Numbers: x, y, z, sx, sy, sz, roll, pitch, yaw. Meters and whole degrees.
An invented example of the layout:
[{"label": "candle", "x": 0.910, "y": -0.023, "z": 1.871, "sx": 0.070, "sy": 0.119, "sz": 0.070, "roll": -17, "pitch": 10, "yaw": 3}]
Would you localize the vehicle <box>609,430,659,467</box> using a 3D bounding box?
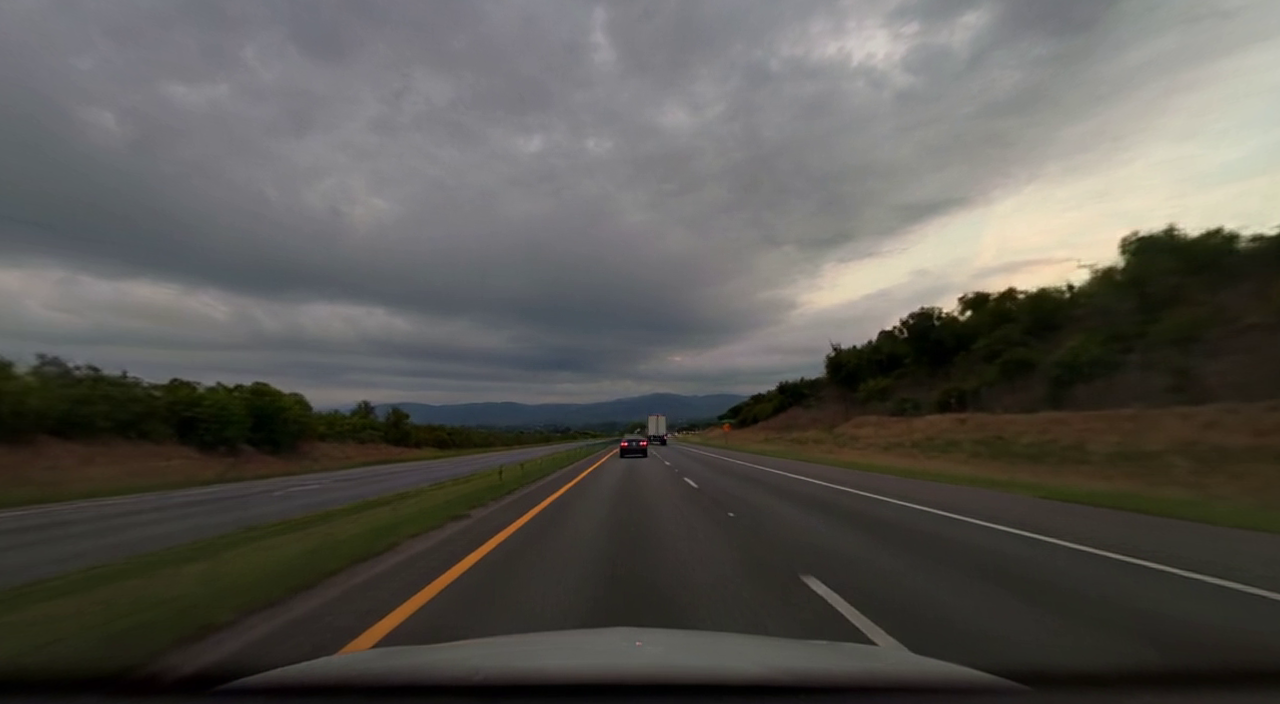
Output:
[{"label": "vehicle", "x": -0.313, "y": 4.619, "z": 30.317, "sx": 2.216, "sy": 1.623, "sz": 4.220, "roll": 0, "pitch": -8, "yaw": -1}]
